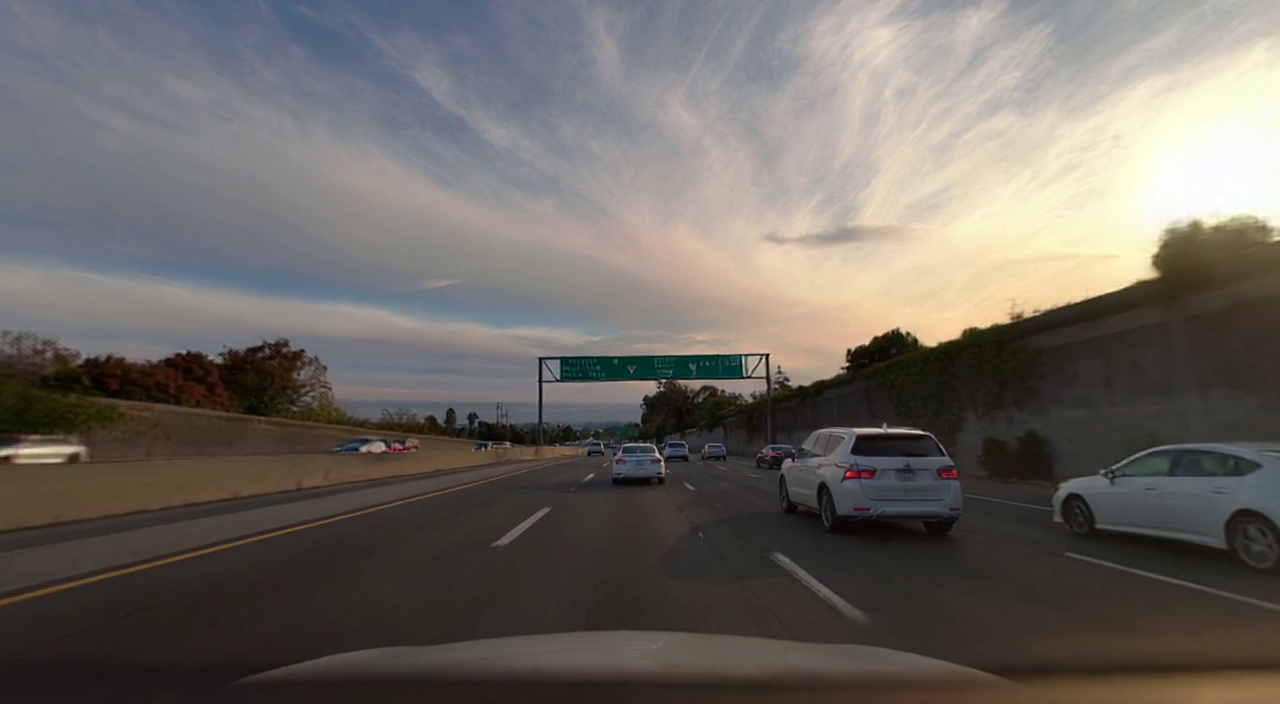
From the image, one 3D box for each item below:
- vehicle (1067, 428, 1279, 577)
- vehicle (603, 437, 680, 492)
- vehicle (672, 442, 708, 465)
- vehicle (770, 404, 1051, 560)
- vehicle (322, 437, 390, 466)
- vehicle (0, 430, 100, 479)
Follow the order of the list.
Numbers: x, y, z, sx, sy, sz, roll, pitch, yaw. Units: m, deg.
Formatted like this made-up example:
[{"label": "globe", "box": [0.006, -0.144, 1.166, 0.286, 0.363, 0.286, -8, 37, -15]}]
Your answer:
[{"label": "vehicle", "box": [7.307, 1.621, 7.138, 1.872, 1.469, 4.414, 0, -8, 0]}, {"label": "vehicle", "box": [-0.005, 3.357, 19.234, 2.098, 1.475, 3.997, 0, -8, -1]}, {"label": "vehicle", "box": [3.337, 6.880, 42.965, 1.998, 1.490, 4.296, 0, -8, -2]}, {"label": "vehicle", "box": [3.636, 1.856, 9.753, 2.162, 1.800, 4.693, 0, -8, -1]}, {"label": "vehicle", "box": [-18.064, 6.356, 40.464, 2.043, 1.666, 4.931, 0, -9, 0]}, {"label": "vehicle", "box": [-25.123, 4.163, 25.705, 2.055, 1.818, 4.803, 0, -9, -2]}]
